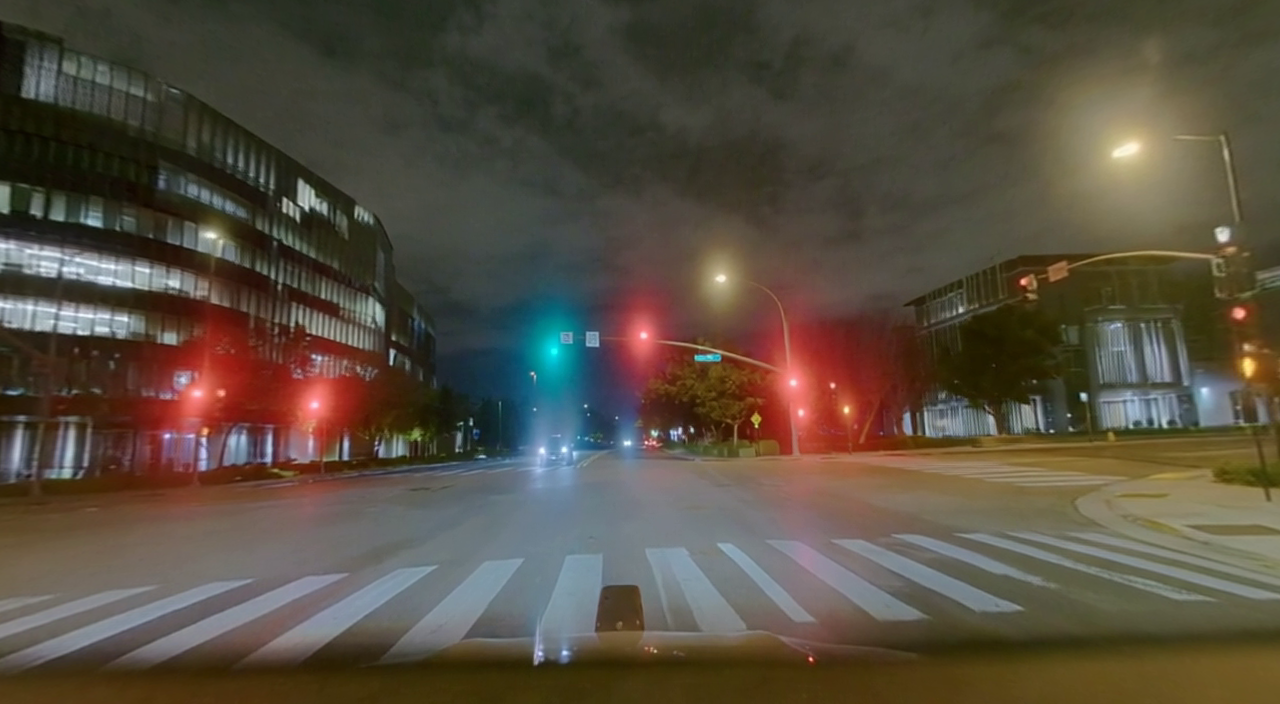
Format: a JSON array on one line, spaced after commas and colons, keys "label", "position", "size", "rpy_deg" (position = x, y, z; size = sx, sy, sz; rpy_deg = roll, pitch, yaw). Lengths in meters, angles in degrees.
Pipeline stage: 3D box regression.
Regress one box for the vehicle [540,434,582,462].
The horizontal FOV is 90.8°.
[{"label": "vehicle", "position": [-4.903, 6.014, 39.609], "size": [1.988, 1.666, 4.074], "rpy_deg": [0, -8, 1]}]
